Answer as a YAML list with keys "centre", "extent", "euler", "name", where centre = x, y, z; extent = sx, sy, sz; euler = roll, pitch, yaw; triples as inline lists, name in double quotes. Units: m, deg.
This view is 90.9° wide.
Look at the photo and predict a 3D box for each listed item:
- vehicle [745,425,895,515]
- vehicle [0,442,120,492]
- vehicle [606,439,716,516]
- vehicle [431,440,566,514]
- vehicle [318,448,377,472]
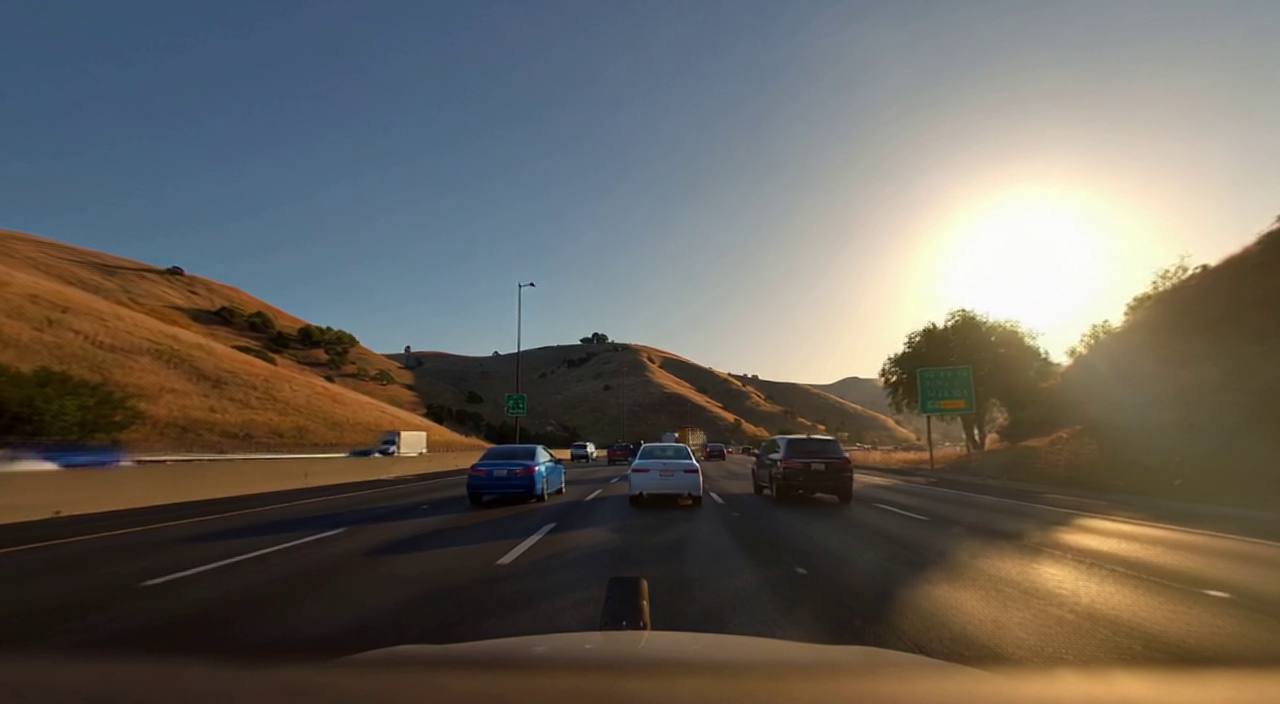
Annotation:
- centre: [3.834, 2.597, 14.449]
  extent: [2.083, 1.693, 4.740]
  euler: [0, -8, 1]
  name: "vehicle"
- centre: [-24.358, 4.595, 25.648]
  extent: [2.062, 1.794, 4.892]
  euler: [-1, -8, 2]
  name: "vehicle"
- centre: [0.445, 2.660, 13.889]
  extent: [2.072, 1.431, 3.904]
  euler: [-1, -8, 1]
  name: "vehicle"
- centre: [-3.094, 2.830, 14.838]
  extent: [2.017, 1.446, 4.384]
  euler: [-1, -8, 2]
  name: "vehicle"
- centre: [-19.361, 7.145, 41.991]
  extent: [1.790, 1.461, 4.165]
  euler: [-1, -8, 2]
  name: "vehicle"
